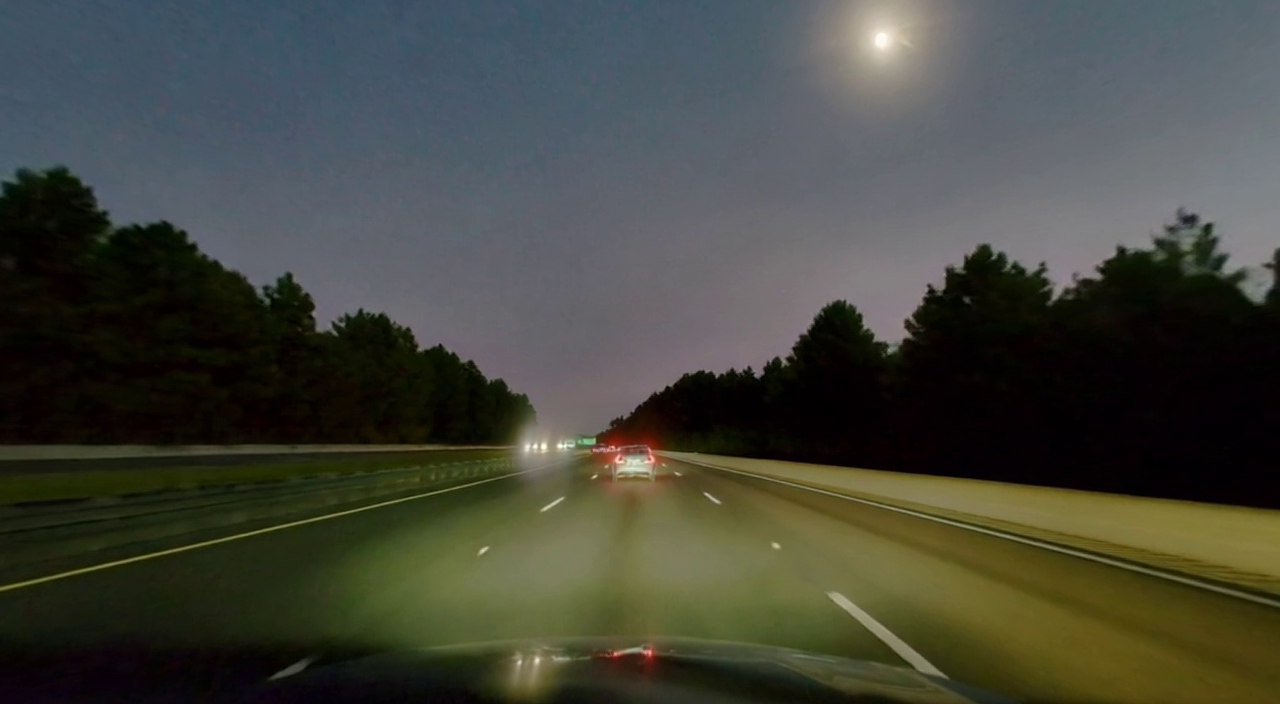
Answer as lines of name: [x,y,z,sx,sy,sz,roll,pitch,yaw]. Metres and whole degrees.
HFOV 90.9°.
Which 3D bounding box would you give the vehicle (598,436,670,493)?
vehicle: [-0.187,3.415,19.416,2.011,1.590,3.607,0,-9,-1]
